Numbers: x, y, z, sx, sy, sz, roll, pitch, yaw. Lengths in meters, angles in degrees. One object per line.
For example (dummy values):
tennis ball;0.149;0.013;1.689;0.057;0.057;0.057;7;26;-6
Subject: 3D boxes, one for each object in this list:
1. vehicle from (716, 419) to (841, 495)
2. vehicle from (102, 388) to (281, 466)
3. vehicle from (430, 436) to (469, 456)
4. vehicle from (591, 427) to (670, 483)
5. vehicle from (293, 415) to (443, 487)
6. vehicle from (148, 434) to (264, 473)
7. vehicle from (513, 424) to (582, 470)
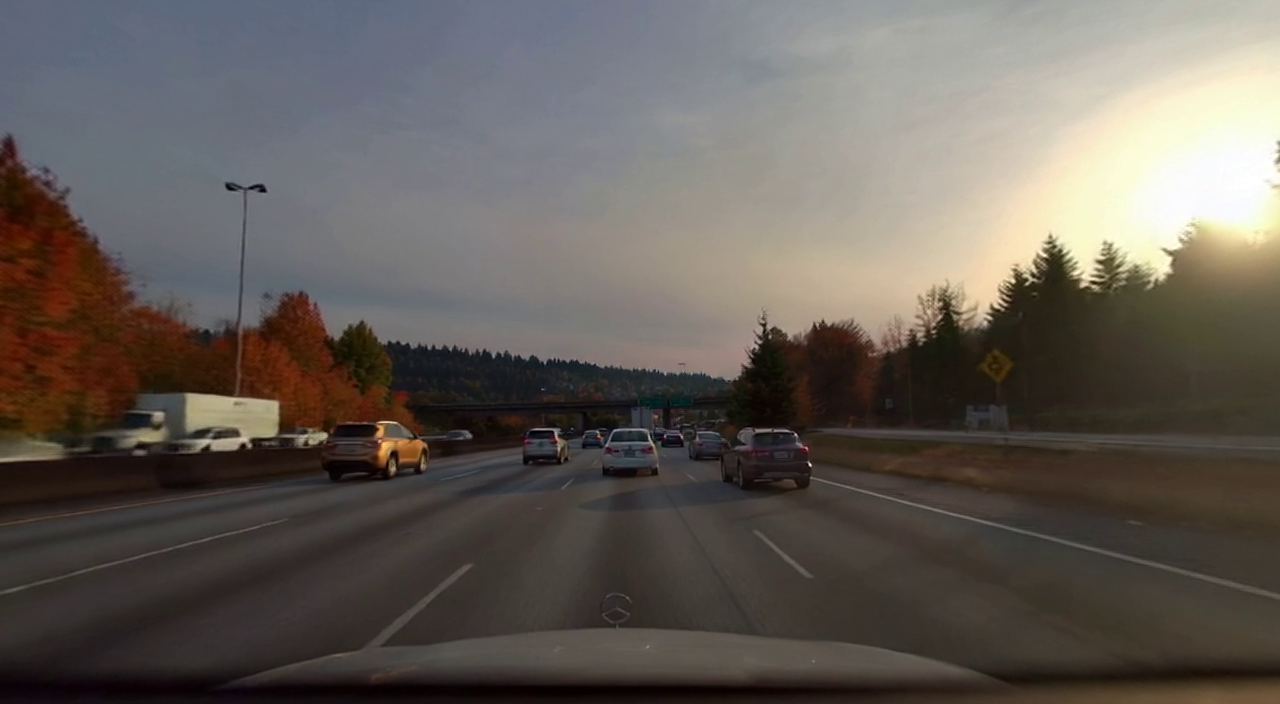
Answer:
vehicle;3.311;2.592;16.019;2.095;1.650;4.331;0;-8;-1
vehicle;-22.684;3.941;32.663;2.912;3.480;8.454;0;-8;1
vehicle;-14.937;7.399;49.456;1.811;1.478;4.096;0;-8;0
vehicle;-0.241;3.082;19.158;2.111;1.494;4.364;0;-8;1
vehicle;-7.485;2.771;17.968;2.117;1.779;4.745;0;-8;1
vehicle;-18.878;4.403;27.638;1.879;1.515;4.479;0;-8;0
vehicle;-3.612;3.822;25.463;2.064;1.672;4.277;0;-8;1
